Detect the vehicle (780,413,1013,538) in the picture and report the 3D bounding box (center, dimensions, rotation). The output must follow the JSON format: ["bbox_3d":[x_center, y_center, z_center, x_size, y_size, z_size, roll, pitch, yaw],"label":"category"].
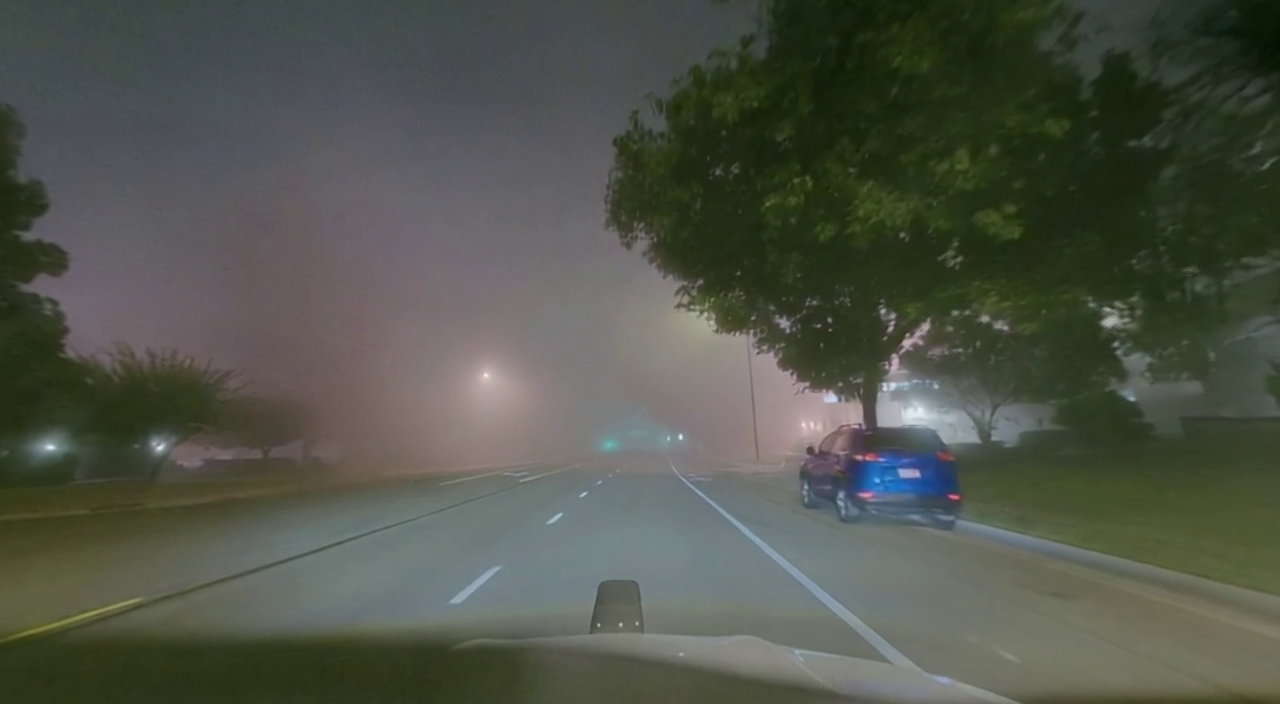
[{"bbox_3d":[4.324,2.183,11.707,2.228,1.814,4.576,0,-9,-2],"label":"vehicle"}]

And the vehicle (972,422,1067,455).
[{"bbox_3d":[18.564,4.299,31.177,1.826,1.492,4.417,0,-9,-2],"label":"vehicle"}]
